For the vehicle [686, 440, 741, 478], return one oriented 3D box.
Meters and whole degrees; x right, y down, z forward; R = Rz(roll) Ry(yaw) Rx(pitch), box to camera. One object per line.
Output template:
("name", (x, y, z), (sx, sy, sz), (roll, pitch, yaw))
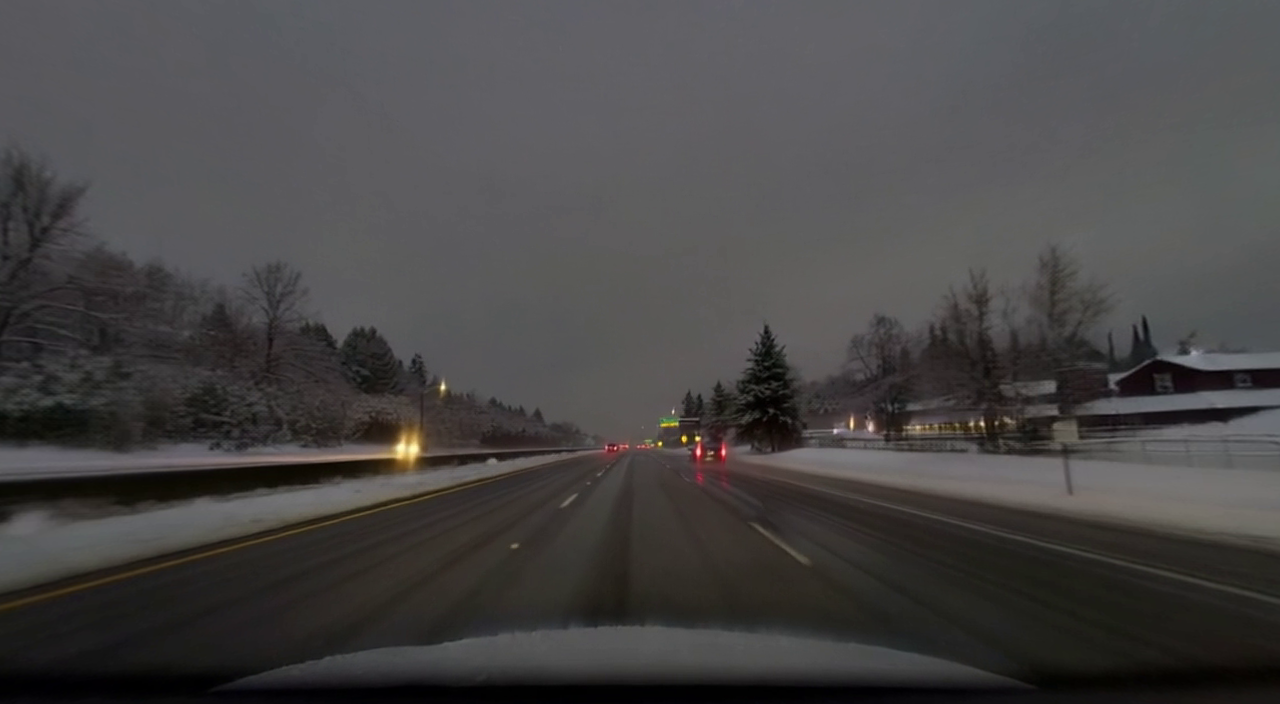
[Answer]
("vehicle", (3.357, 5.004, 29.673), (2.085, 1.594, 4.848), (0, -9, 1))
